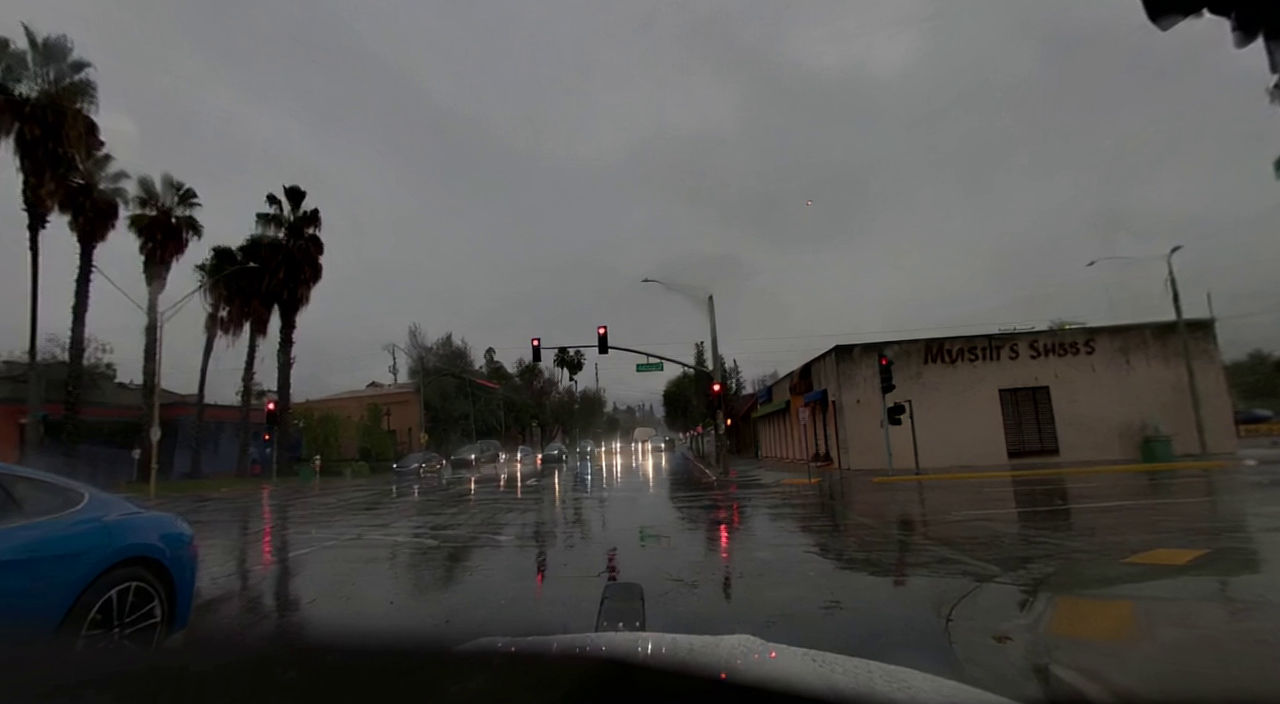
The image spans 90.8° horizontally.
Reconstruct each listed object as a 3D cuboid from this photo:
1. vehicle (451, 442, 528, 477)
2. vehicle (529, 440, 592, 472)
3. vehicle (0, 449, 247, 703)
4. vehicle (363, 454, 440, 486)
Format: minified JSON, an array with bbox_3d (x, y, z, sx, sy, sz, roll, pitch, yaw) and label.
[{"bbox_3d":[-8.437,6.108,36.104,2.152,1.825,5.406,-2,-9,11],"label":"vehicle"},{"bbox_3d":[-4.536,6.065,36.939,2.092,1.709,4.775,-2,-9,13],"label":"vehicle"},{"bbox_3d":[-3.699,1.020,2.247,1.850,1.325,4.295,0,-9,0],"label":"vehicle"},{"bbox_3d":[-12.665,6.282,33.878,1.880,1.440,4.418,-4,-9,9],"label":"vehicle"}]
